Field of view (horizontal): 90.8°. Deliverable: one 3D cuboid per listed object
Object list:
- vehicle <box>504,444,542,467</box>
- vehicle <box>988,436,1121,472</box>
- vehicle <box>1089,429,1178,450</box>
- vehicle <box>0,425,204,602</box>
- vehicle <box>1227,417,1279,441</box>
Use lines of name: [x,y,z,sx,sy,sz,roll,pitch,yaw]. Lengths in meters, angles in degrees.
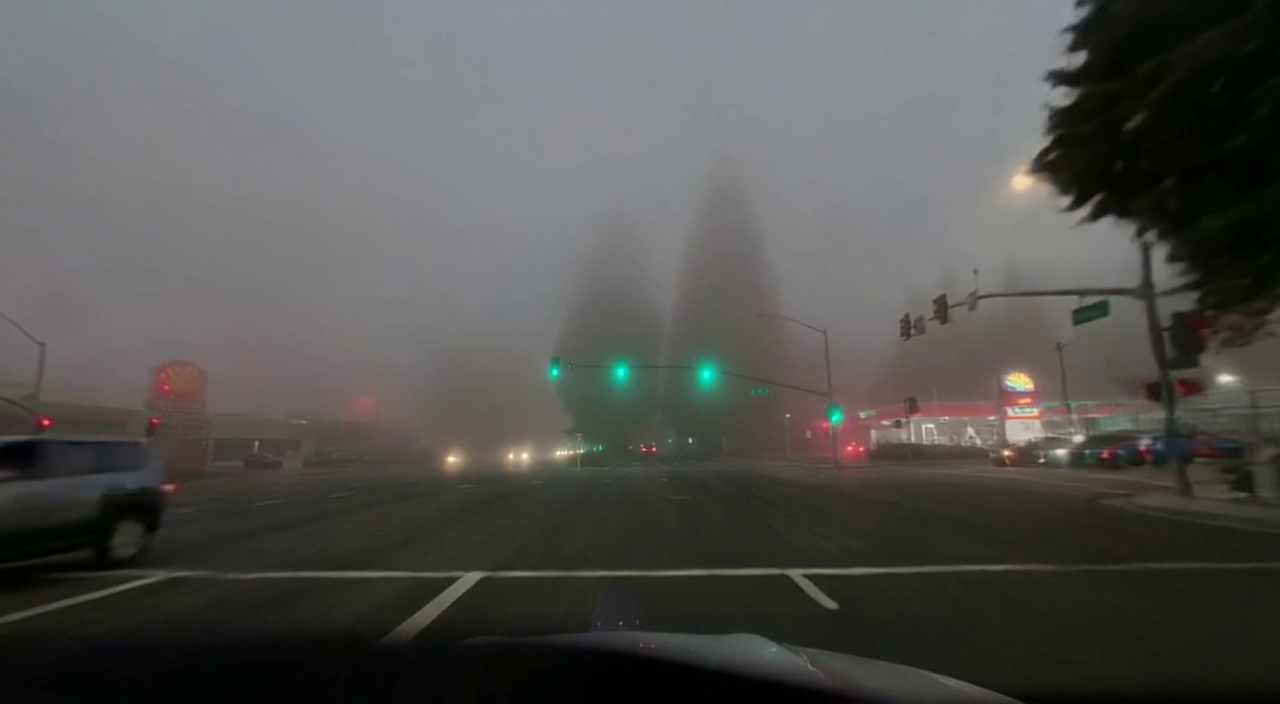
vehicle: [-8.630,7.713,46.820,1.913,1.478,4.312,-4,-10,0]
vehicle: [18.300,4.523,28.153,4.533,1.485,1.916,-3,-9,19]
vehicle: [34.257,6.094,43.954,4.416,1.458,1.907,-1,-9,7]
vehicle: [-6.584,1.483,5.960,1.898,1.539,4.314,0,-9,-1]
vehicle: [47.720,5.904,48.018,1.924,1.682,4.388,1,-9,0]
